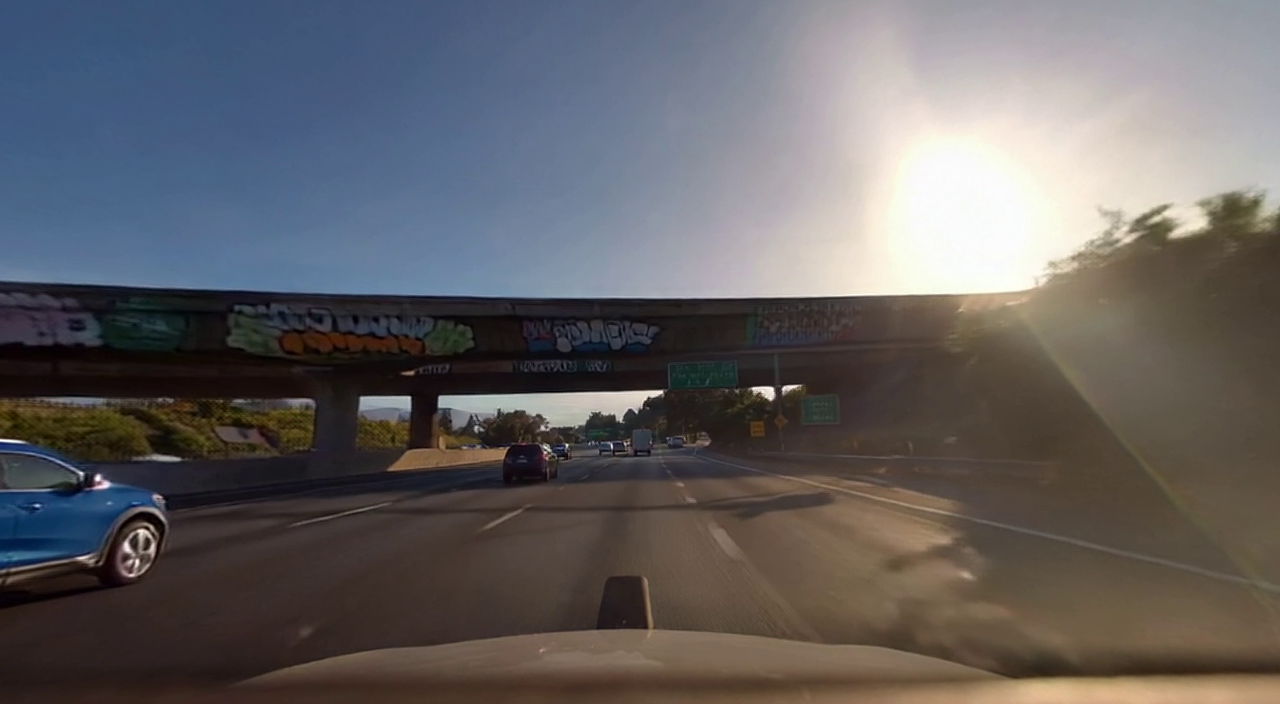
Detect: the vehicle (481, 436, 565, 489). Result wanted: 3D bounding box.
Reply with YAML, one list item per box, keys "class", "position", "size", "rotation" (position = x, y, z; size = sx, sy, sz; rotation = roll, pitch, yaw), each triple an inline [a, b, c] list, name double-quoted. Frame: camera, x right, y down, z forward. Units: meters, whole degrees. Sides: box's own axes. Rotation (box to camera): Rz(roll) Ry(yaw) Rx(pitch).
- class: "vehicle"
  position: [-4.094, 3.947, 22.770]
  size: [2.154, 1.693, 4.394]
  rotation: [0, -9, 0]

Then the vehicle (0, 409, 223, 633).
- class: "vehicle"
  position: [-5.729, 1.322, 5.100]
  size: [1.969, 1.633, 3.962]
  rotation: [0, -9, -1]

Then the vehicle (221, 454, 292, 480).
- class: "vehicle"
  position: [-24.902, 7.462, 40.979]
  size: [1.869, 1.499, 4.328]
  rotation: [0, -9, 0]

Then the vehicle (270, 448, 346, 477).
- class: "vehicle"
  position: [-21.020, 6.995, 39.980]
  size: [2.067, 1.676, 5.001]
  rotation: [0, -9, 0]
